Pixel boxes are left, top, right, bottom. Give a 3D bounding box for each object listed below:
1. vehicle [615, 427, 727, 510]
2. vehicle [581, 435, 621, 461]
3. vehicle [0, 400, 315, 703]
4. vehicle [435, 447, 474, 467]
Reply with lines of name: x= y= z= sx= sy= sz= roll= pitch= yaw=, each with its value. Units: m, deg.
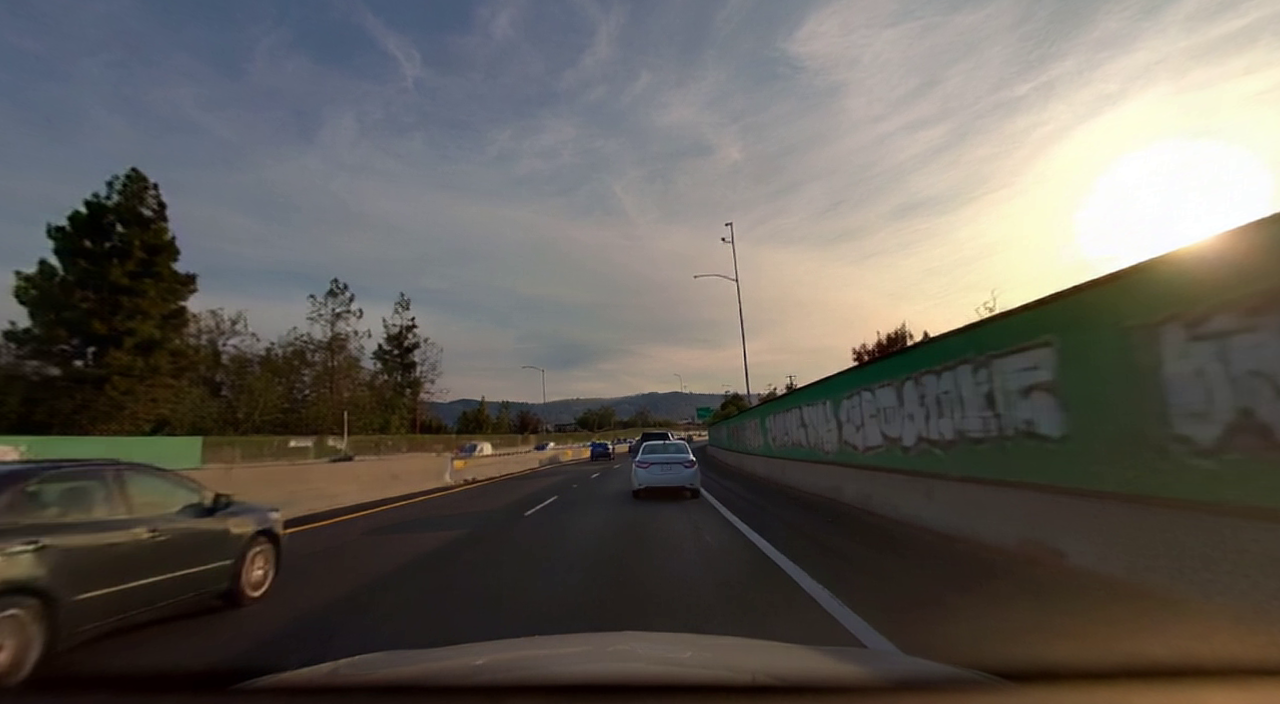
vehicle: x=0.587 y=2.451 z=13.686 sx=2.077 sy=1.533 sz=3.854 roll=0 pitch=-8 yaw=0
vehicle: x=-2.410 y=6.088 z=39.918 sx=2.105 sy=1.571 sz=3.727 roll=-1 pitch=-8 yaw=4
vehicle: x=-3.923 y=1.040 z=3.407 sx=2.059 sy=1.471 sz=4.152 roll=0 pitch=-8 yaw=1
vehicle: x=-14.123 y=8.022 z=48.077 sx=1.692 sy=1.413 sz=3.747 roll=0 pitch=-8 yaw=2
